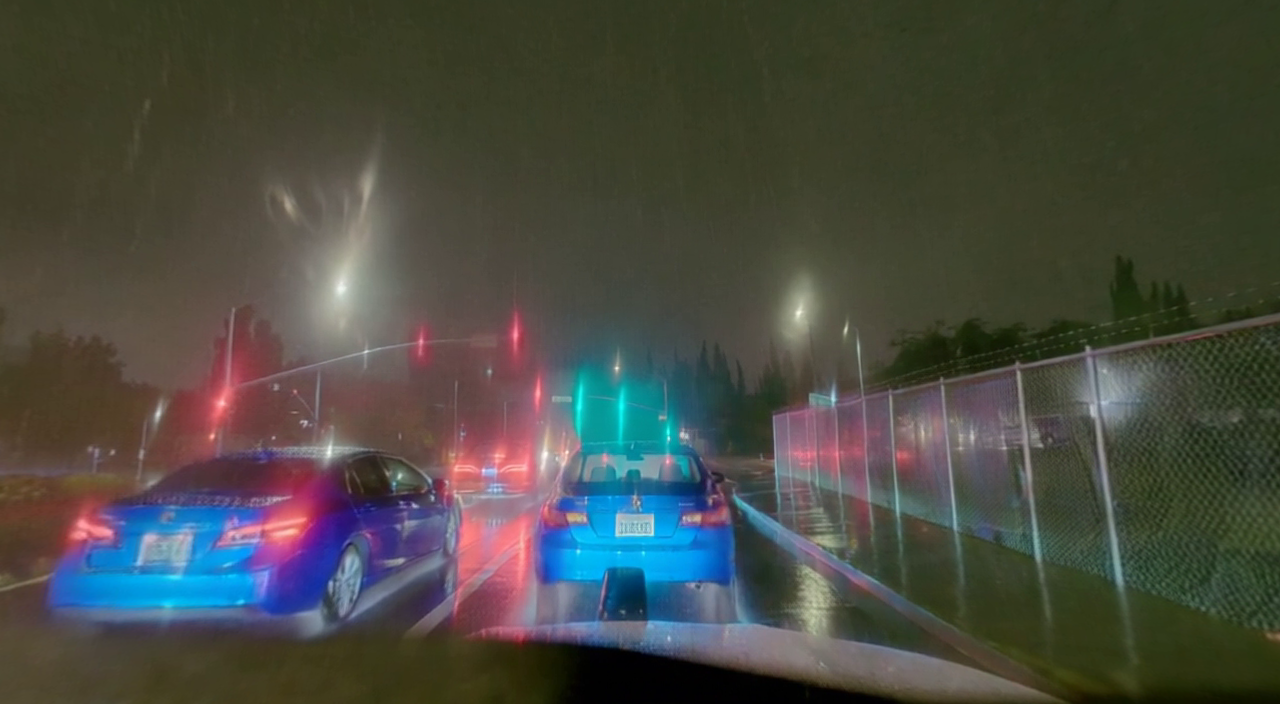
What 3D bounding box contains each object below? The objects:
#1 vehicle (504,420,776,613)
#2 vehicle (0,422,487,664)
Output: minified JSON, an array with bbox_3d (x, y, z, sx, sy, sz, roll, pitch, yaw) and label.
[{"bbox_3d":[-0.003,1.613,7.080,2.144,1.514,4.063,0,-9,0],"label":"vehicle"},{"bbox_3d":[-3.159,1.537,6.280,1.971,1.488,4.581,0,-9,2],"label":"vehicle"}]
